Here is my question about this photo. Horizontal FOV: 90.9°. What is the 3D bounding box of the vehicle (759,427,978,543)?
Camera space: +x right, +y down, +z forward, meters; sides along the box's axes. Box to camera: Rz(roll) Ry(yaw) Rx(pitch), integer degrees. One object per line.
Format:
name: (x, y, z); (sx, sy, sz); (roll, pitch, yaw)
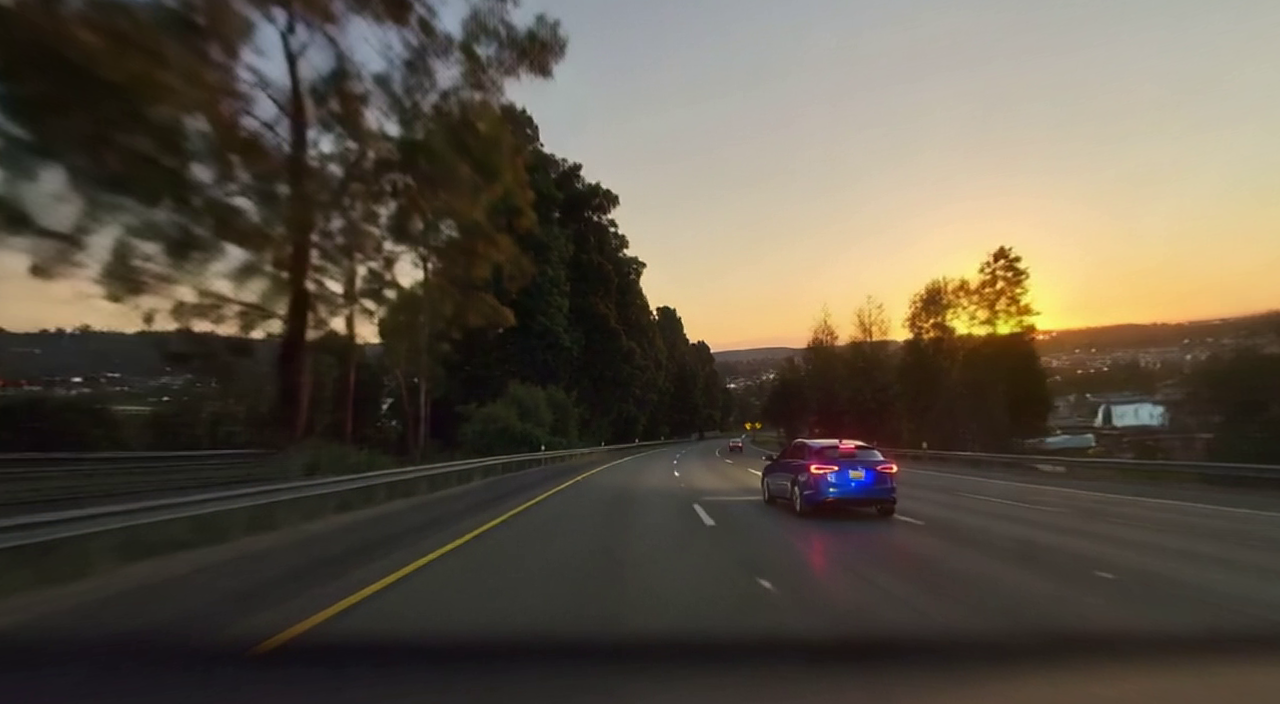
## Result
vehicle: (3.514, 2.108, 10.755); (2.050, 1.546, 4.344); (0, -8, -1)
